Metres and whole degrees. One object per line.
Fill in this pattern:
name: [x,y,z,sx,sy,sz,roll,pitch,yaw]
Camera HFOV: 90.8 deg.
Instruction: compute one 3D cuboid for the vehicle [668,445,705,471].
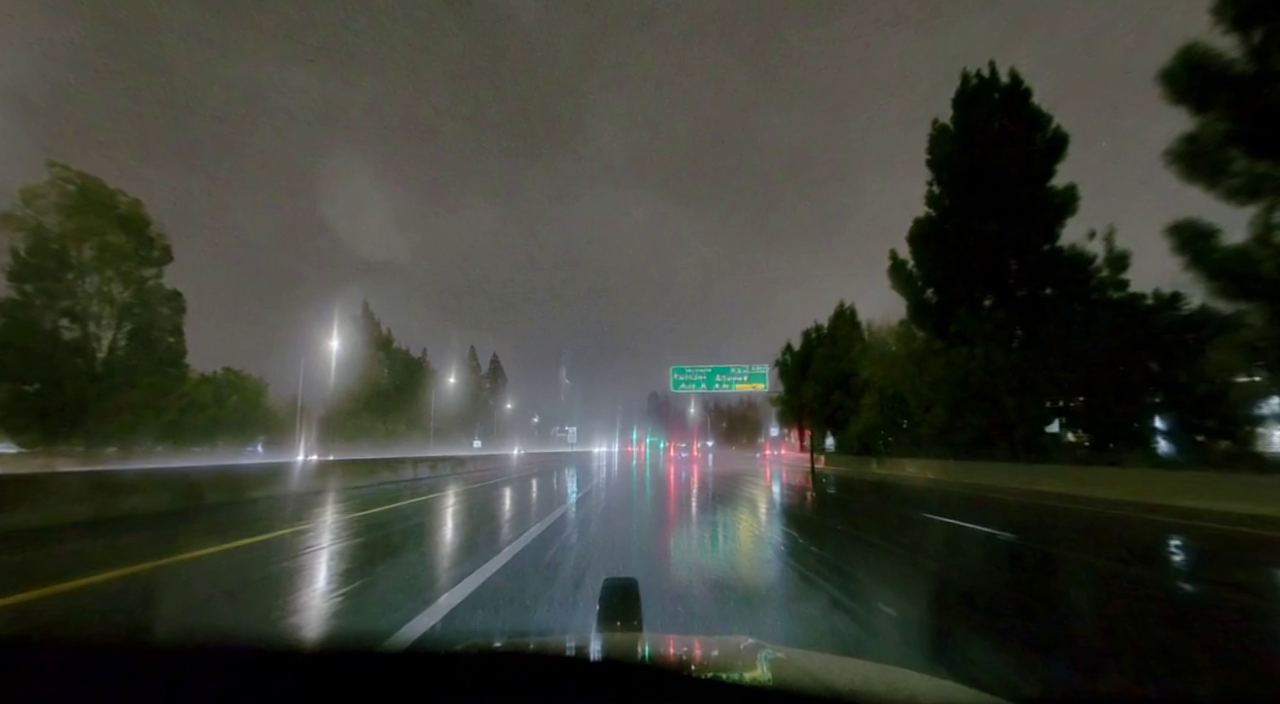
vehicle: [3.195,7.395,44.220,2.083,1.643,4.565,1,-8,-2]
